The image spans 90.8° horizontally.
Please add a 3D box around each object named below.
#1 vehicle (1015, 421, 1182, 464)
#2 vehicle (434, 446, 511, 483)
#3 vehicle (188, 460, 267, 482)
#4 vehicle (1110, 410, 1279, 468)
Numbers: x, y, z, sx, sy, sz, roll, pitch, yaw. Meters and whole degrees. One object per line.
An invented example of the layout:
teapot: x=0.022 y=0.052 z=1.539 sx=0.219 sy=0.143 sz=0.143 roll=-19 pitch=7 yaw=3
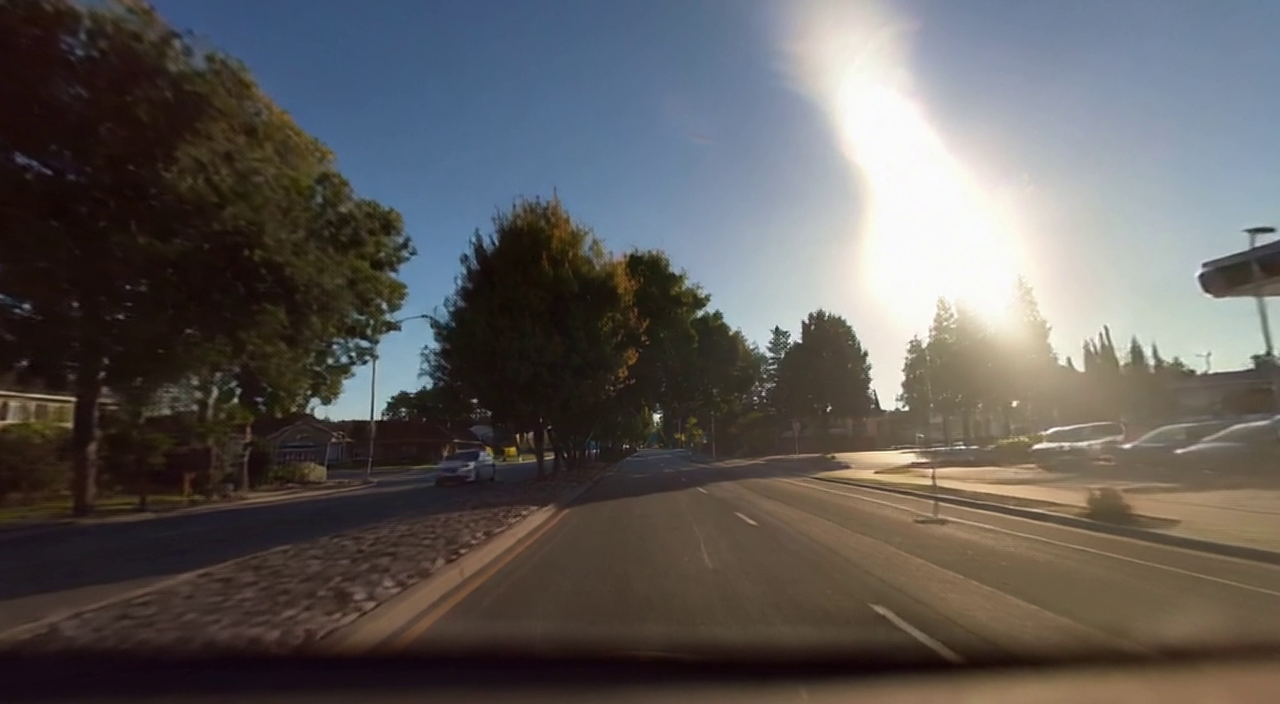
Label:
vehicle: x=16.442 y=3.269 z=22.836 sx=4.506 sy=1.461 sz=1.955 roll=0 pitch=-8 yaw=-1
vehicle: x=-7.210 y=4.883 z=27.764 sx=2.079 sy=1.489 sz=4.515 roll=0 pitch=-8 yaw=1
vehicle: x=-29.076 y=8.366 z=44.591 sx=4.279 sy=1.437 sz=1.872 roll=-1 pitch=-8 yaw=3
vehicle: x=17.172 y=2.631 z=19.067 sx=4.400 sy=1.618 sz=2.016 roll=0 pitch=-8 yaw=-4
